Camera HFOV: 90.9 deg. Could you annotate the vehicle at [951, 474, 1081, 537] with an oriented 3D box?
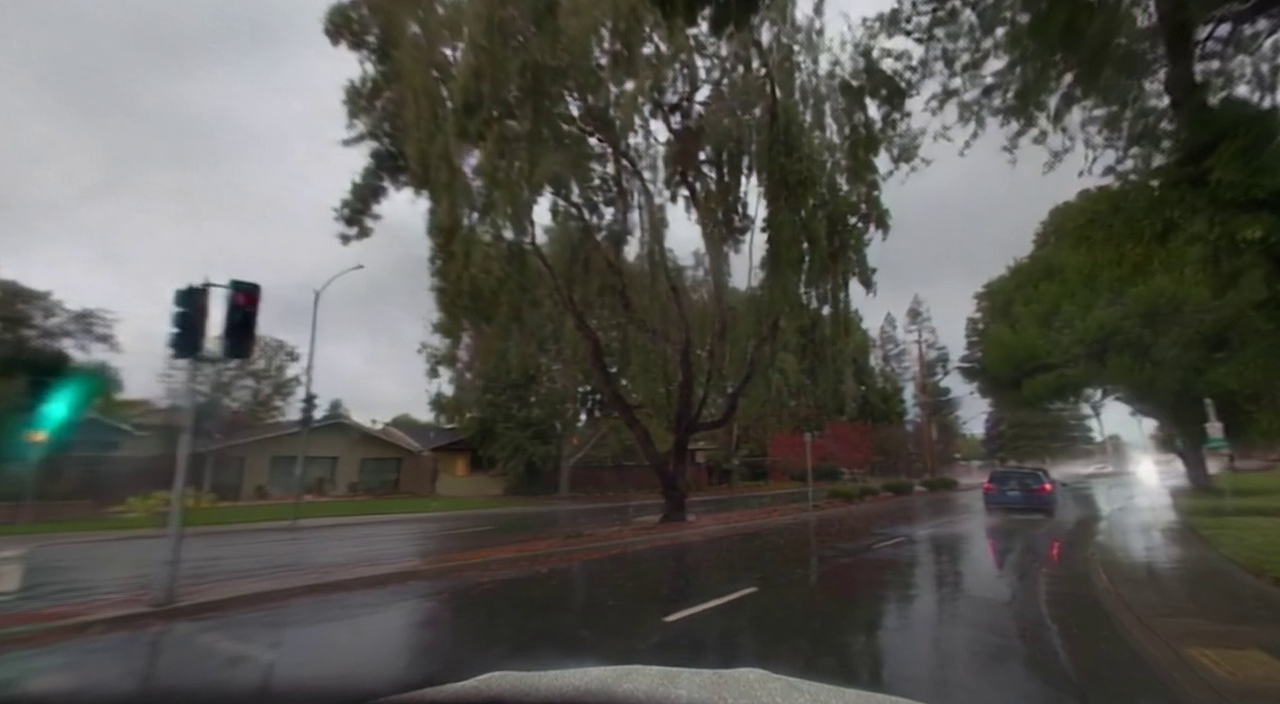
[{"bbox_3d":[9.495,3.682,15.669,1.972,1.250,5.282,-8,-13,38],"label":"vehicle"}]
